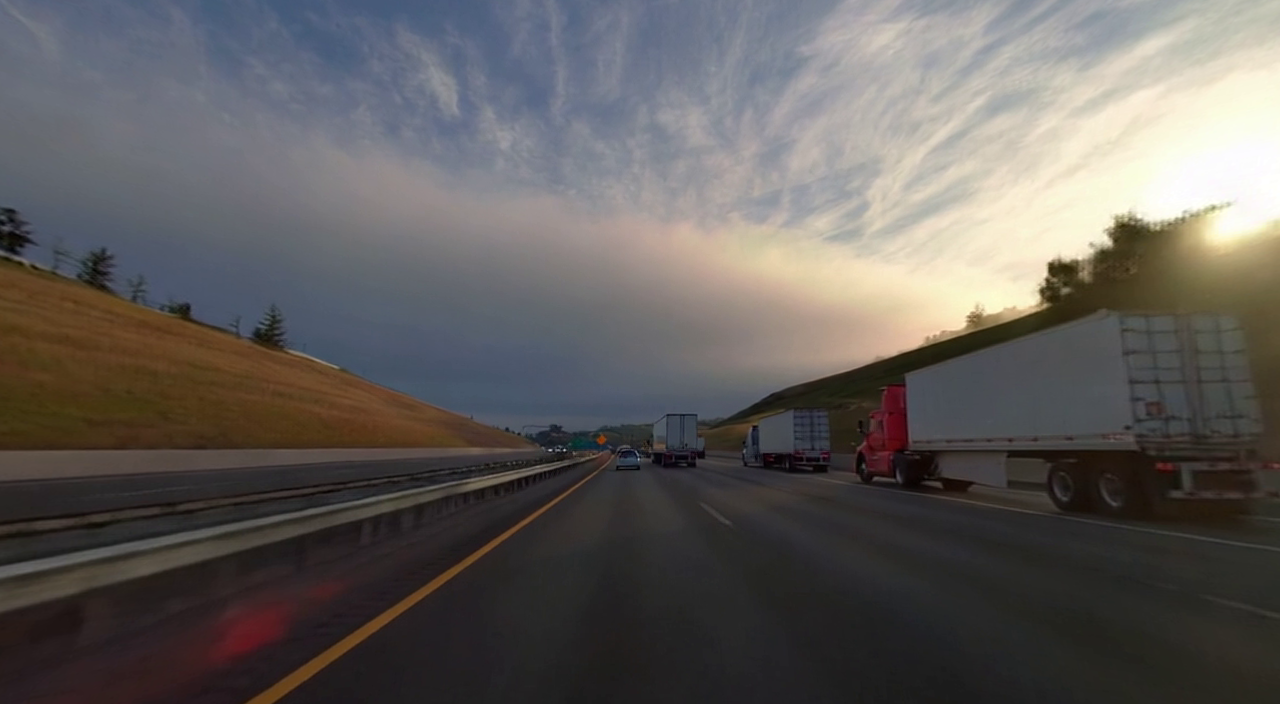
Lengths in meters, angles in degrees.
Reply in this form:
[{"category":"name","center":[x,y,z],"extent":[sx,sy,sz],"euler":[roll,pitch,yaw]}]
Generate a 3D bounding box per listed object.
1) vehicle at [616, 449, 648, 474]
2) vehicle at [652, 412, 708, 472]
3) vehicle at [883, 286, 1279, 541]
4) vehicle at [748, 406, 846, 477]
[{"category":"vehicle","center":[-0.532,6.811,39.384],"extent":[1.927,1.437,3.794],"euler":[0,-9,-2]},{"category":"vehicle","center":[2.759,7.149,49.457],"extent":[2.986,3.916,15.375],"euler":[0,-9,-2]},{"category":"vehicle","center":[10.579,2.015,17.041],"extent":[2.830,4.100,13.915],"euler":[0,-9,2]},{"category":"vehicle","center":[10.457,6.355,44.163],"extent":[2.854,4.112,14.088],"euler":[0,-9,-2]}]
